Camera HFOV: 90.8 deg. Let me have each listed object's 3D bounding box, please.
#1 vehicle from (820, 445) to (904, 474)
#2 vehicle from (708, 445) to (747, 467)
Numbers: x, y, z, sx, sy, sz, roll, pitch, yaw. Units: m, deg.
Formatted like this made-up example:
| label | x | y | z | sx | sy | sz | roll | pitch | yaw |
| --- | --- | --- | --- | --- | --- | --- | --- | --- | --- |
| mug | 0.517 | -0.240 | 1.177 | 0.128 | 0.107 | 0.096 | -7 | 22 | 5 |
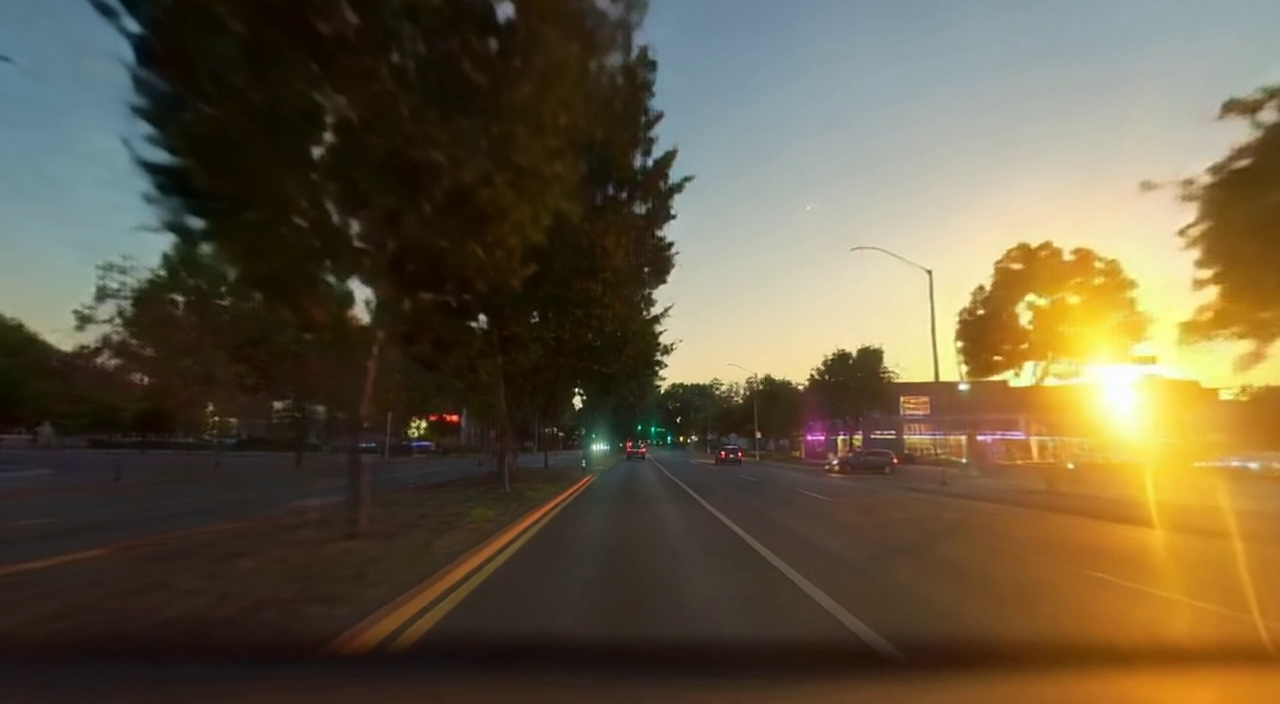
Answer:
| label | x | y | z | sx | sy | sz | roll | pitch | yaw |
| --- | --- | --- | --- | --- | --- | --- | --- | --- | --- |
| vehicle | 13.366 | 6.482 | 38.218 | 4.281 | 1.719 | 1.983 | 0 | -8 | -1 |
| vehicle | 6.223 | 7.413 | 45.314 | 2.024 | 1.475 | 4.600 | 0 | -8 | -2 |
